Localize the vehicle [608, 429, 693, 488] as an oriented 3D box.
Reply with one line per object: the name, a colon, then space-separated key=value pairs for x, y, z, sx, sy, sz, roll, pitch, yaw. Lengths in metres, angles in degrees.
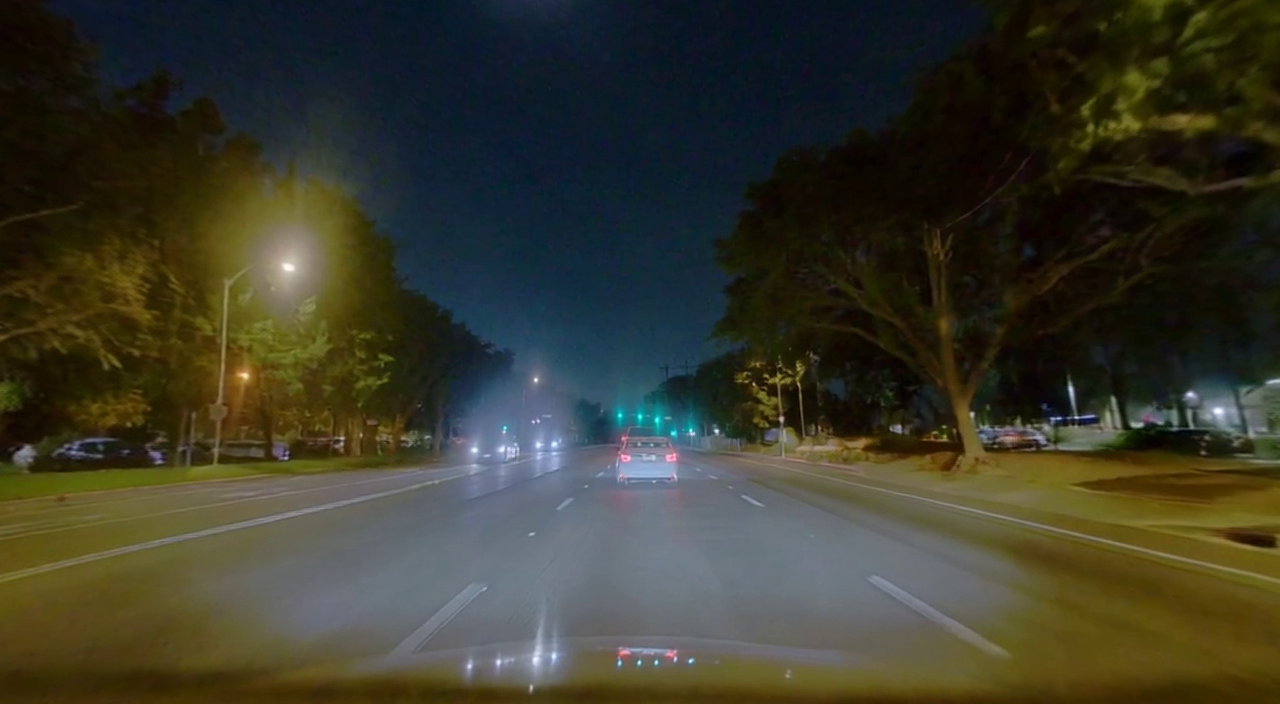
vehicle: x=0.224 y=2.951 z=17.724 sx=2.093 sy=1.442 sz=3.977 roll=0 pitch=-8 yaw=-1

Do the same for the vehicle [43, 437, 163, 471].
vehicle: x=-30.141 y=5.725 z=35.518 sx=4.764 sy=1.786 sz=2.091 roll=0 pitch=-8 yaw=0

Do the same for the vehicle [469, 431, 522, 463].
vehicle: x=-8.566 y=5.691 z=37.768 sx=2.131 sy=1.778 sz=4.912 roll=0 pitch=-8 yaw=-1

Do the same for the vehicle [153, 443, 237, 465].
vehicle: x=-30.440 y=6.991 z=43.202 sx=4.356 sy=1.444 sz=1.819 roll=0 pitch=-8 yaw=-1
